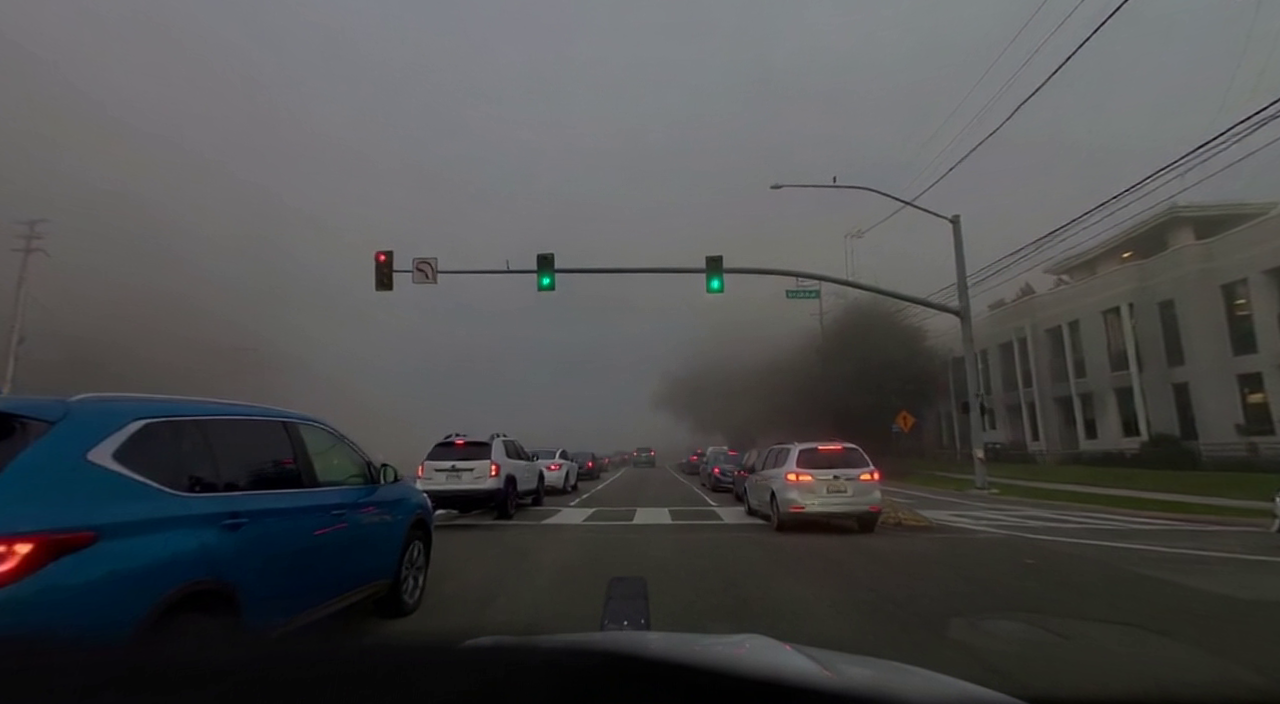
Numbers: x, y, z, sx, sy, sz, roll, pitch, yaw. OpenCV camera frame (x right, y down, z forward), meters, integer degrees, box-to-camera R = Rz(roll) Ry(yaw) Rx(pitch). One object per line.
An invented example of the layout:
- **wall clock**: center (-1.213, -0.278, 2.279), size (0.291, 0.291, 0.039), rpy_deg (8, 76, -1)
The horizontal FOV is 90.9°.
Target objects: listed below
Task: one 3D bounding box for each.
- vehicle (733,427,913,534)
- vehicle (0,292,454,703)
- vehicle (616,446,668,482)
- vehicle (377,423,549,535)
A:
- **vehicle**: center (3.329, 2.448, 12.645), size (2.201, 1.734, 4.564), rpy_deg (0, -9, 0)
- **vehicle**: center (-2.852, 0.997, 3.670), size (2.127, 1.754, 4.287), rpy_deg (0, -9, 1)
- **vehicle**: center (0.105, 5.067, 28.806), size (2.185, 1.515, 4.215), rpy_deg (0, -8, 0)
- **vehicle**: center (-3.117, 2.327, 12.167), size (1.958, 1.744, 4.315), rpy_deg (0, -9, 2)
